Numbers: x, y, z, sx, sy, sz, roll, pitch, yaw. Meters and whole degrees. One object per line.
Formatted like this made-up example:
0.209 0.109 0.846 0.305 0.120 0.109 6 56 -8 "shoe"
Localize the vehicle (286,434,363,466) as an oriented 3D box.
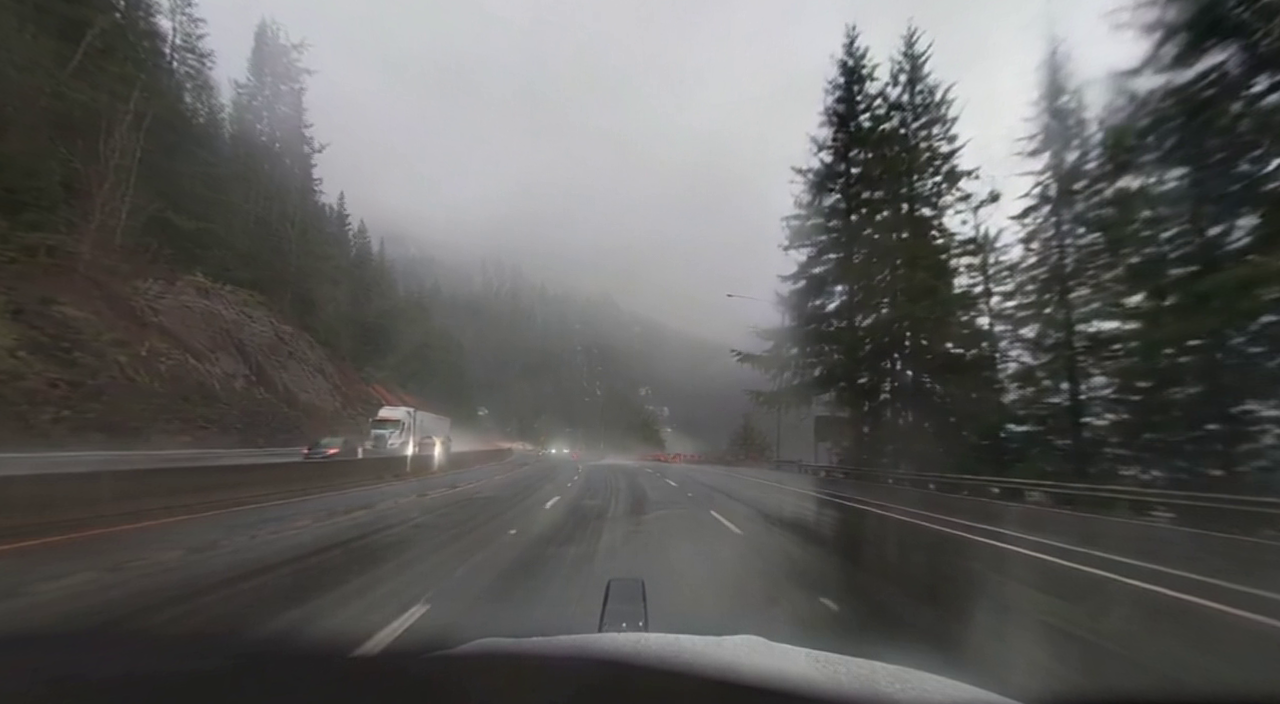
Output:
-17.857 5.589 35.997 2.128 1.719 4.749 0 -9 -3 "vehicle"
